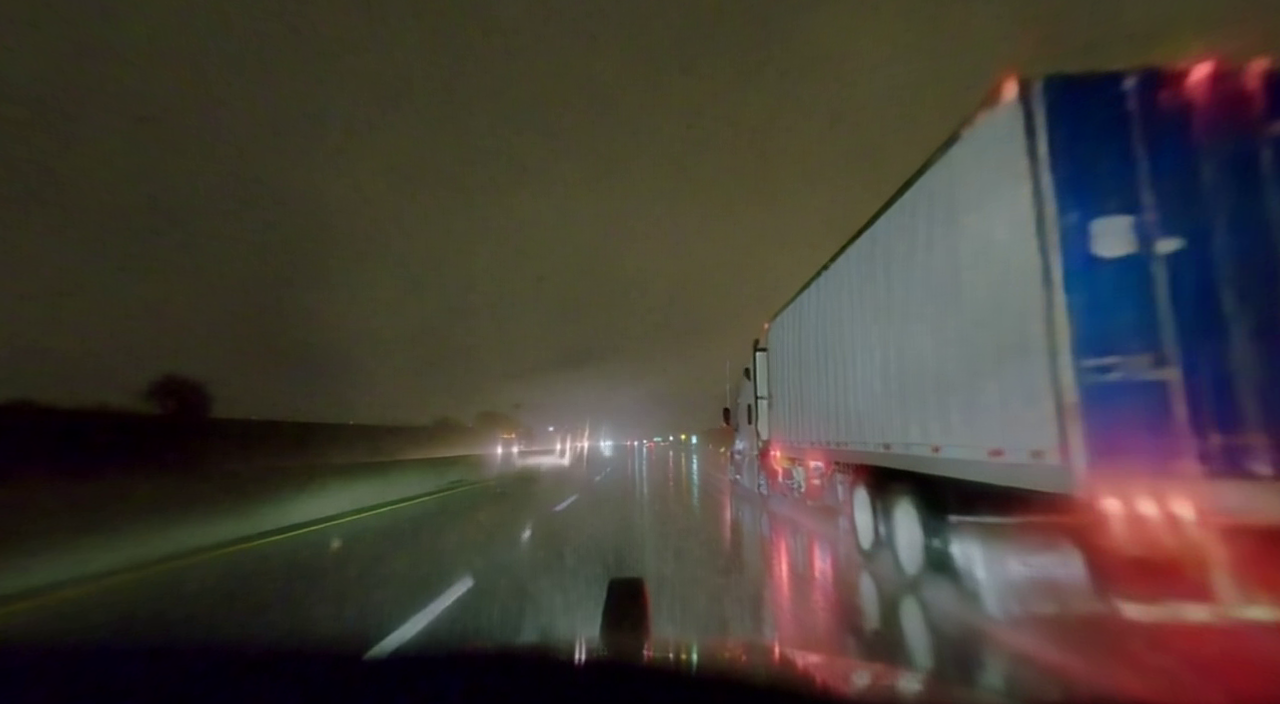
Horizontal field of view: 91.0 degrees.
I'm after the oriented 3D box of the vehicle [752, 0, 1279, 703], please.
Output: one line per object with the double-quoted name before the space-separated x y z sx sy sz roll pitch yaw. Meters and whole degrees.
"vehicle" 4.100 0.716 8.942 2.870 3.768 11.872 0 -8 0
